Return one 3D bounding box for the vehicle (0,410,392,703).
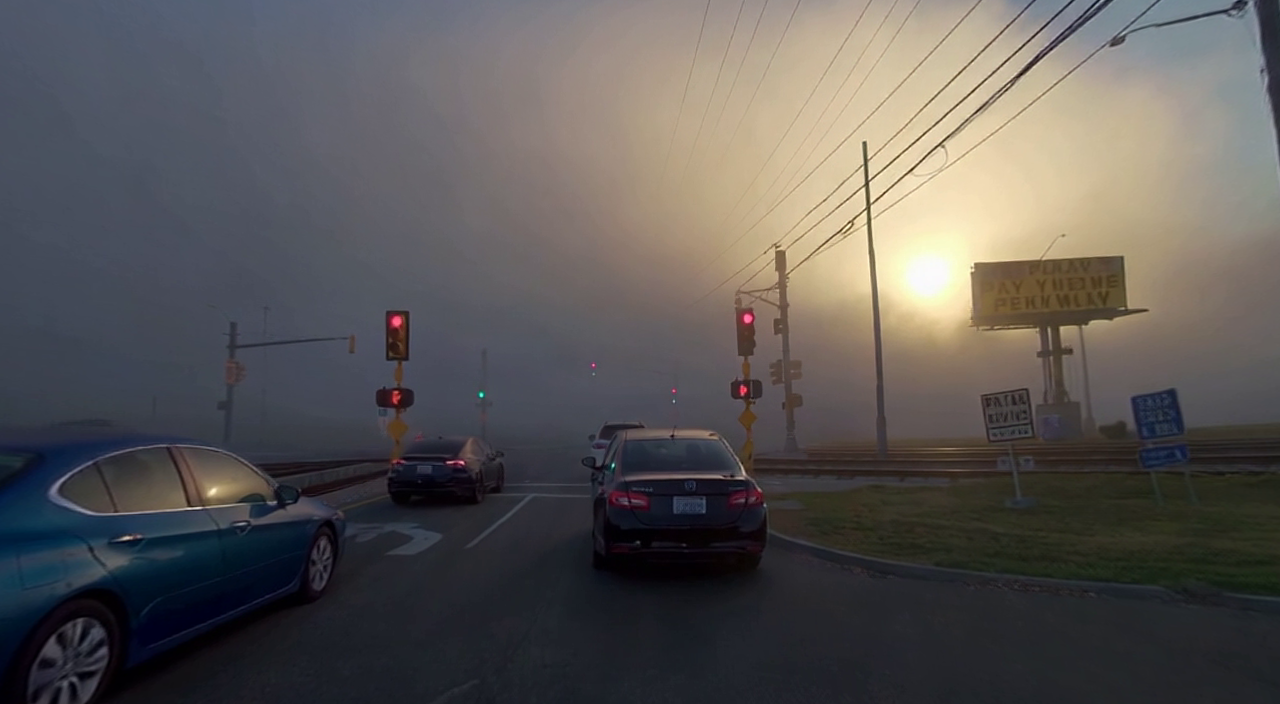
[{"bbox_3d":[-3.711,1.277,4.602,1.956,1.468,4.585,0,-8,0],"label":"vehicle"}]

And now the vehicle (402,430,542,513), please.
[{"bbox_3d":[-3.369,2.481,13.552,1.984,1.505,3.982,0,-9,-1],"label":"vehicle"}]

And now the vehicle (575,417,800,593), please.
[{"bbox_3d":[0.323,1.652,7.653,1.998,1.529,3.960,0,-9,-3],"label":"vehicle"}]
